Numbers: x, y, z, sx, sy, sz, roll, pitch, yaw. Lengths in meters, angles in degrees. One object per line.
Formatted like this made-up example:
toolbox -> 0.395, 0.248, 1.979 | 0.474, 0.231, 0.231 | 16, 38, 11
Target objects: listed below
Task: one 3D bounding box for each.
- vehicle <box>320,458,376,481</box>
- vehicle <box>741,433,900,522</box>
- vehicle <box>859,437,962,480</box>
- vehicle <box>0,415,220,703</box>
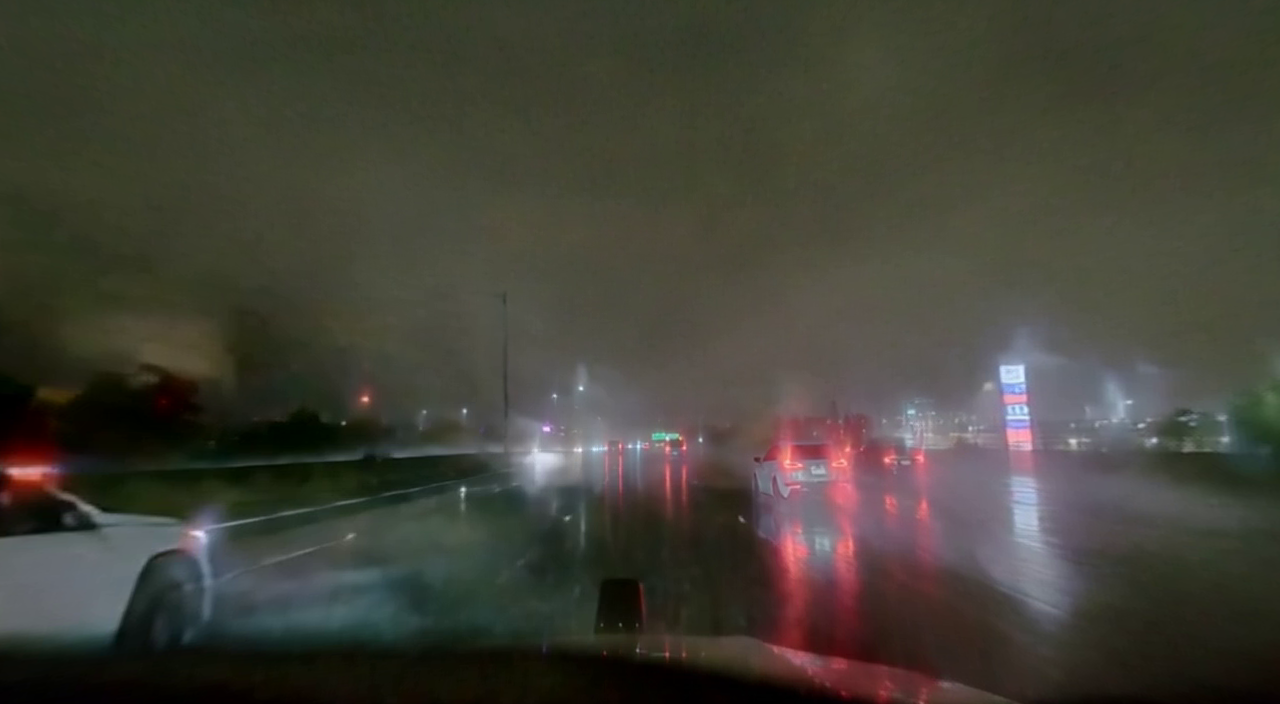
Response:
vehicle -> -21.308, 8.574, 46.246 | 1.852, 1.460, 4.707 | 0, -9, 0
vehicle -> 3.451, 2.478, 13.005 | 1.961, 1.504, 4.094 | 0, -9, -1
vehicle -> 10.455, 4.134, 24.813 | 2.019, 1.529, 4.385 | 0, -9, -1
vehicle -> -3.557, 0.894, 1.609 | 1.975, 1.536, 4.295 | 0, -9, 0
